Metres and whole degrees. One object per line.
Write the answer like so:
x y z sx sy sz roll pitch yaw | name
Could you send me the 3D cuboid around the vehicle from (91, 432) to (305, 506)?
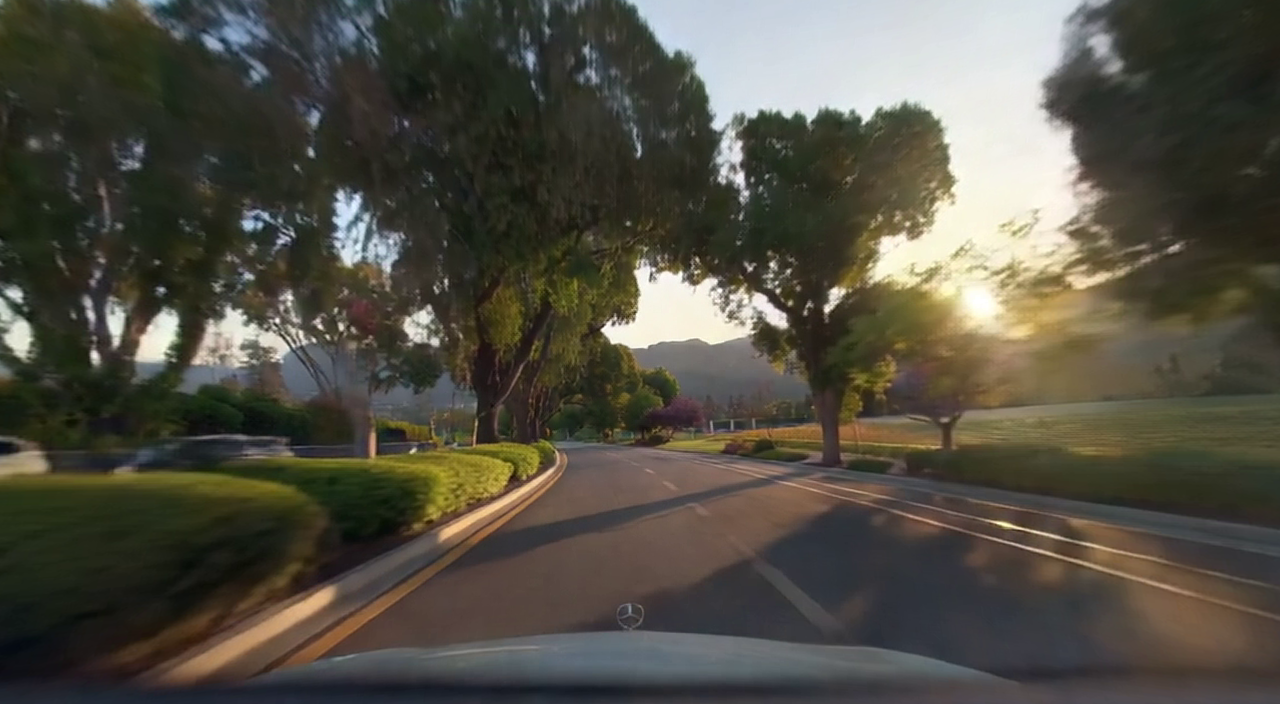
-10.105 2.688 14.989 1.953 1.458 4.544 0 -8 -3 | vehicle
